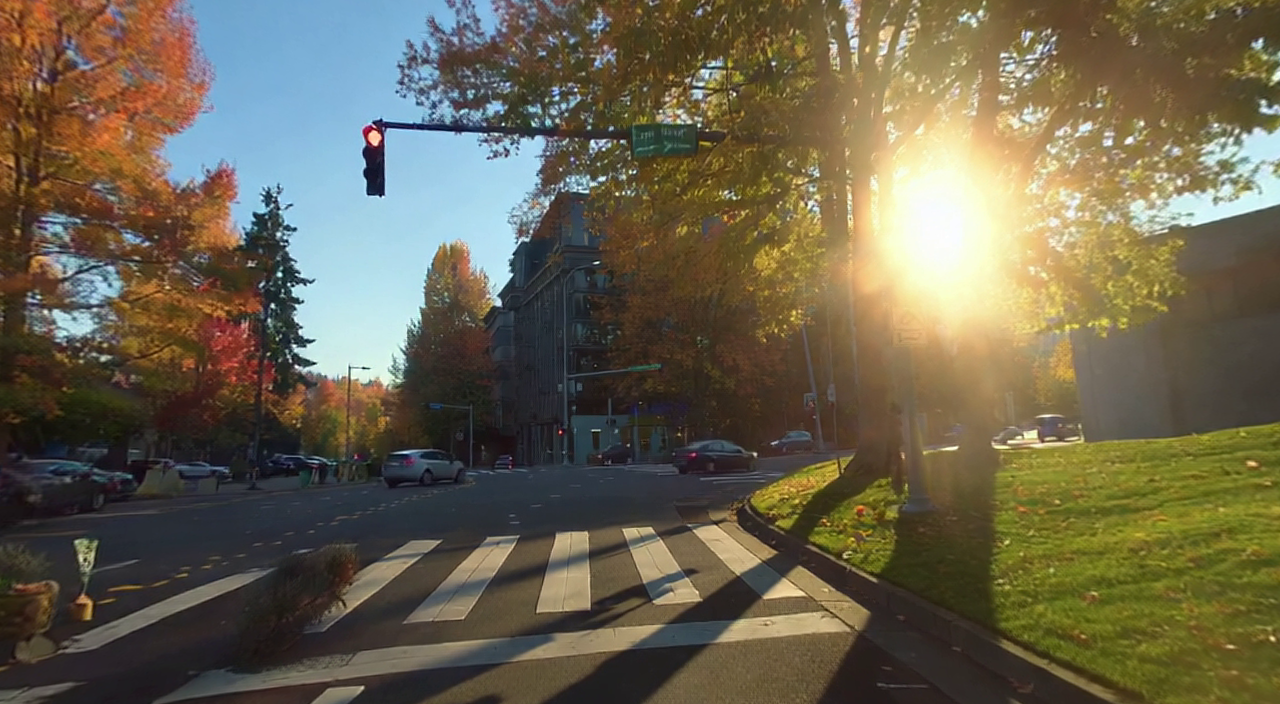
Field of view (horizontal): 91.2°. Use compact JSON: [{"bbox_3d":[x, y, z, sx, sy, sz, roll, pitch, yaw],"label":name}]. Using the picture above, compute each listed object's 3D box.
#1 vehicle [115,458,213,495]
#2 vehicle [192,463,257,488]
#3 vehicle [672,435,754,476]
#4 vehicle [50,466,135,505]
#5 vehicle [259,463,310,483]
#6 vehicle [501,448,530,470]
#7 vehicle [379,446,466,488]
[{"bbox_3d":[-27.833,7.264,36.904,2.064,1.913,5.081,0,-9,-4],"label":"vehicle"},{"bbox_3d":[-28.541,8.477,43.157,1.768,1.465,3.972,0,-9,-1],"label":"vehicle"},{"bbox_3d":[3.674,5.111,31.117,1.988,1.853,4.314,-8,-11,39],"label":"vehicle"},{"bbox_3d":[-25.423,6.157,29.263,1.694,1.528,4.225,3,-10,-24],"label":"vehicle"},{"bbox_3d":[-28.146,9.576,49.743,1.776,1.452,3.920,0,-9,0],"label":"vehicle"},{"bbox_3d":[-9.315,8.015,46.987,1.776,1.558,3.779,1,-9,-6],"label":"vehicle"},{"bbox_3d":[-9.429,4.992,27.495,1.832,1.674,3.805,-2,-9,12],"label":"vehicle"}]
